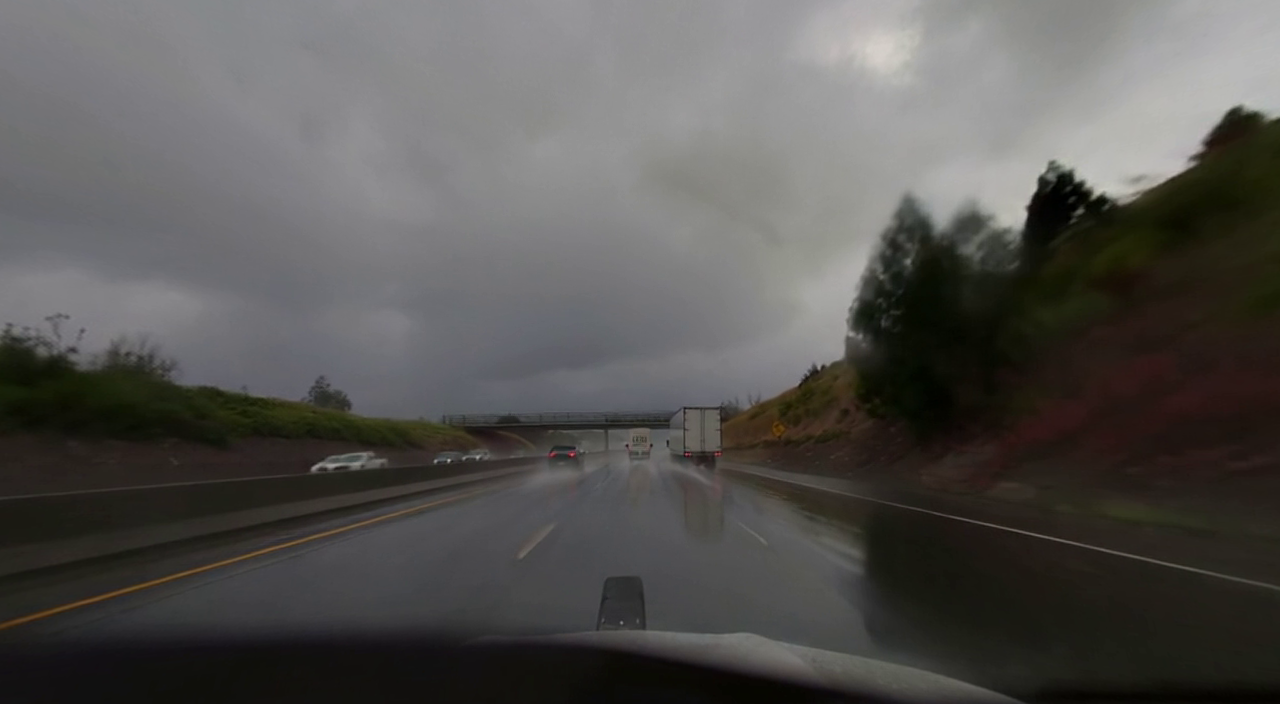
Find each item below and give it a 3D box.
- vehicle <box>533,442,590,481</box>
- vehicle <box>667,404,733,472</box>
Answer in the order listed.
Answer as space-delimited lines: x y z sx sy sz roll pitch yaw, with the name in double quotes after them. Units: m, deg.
-3.482 4.938 28.724 2.007 1.647 3.854 0 -9 1 "vehicle"
3.934 6.434 46.118 3.131 4.037 16.729 0 -9 0 "vehicle"
